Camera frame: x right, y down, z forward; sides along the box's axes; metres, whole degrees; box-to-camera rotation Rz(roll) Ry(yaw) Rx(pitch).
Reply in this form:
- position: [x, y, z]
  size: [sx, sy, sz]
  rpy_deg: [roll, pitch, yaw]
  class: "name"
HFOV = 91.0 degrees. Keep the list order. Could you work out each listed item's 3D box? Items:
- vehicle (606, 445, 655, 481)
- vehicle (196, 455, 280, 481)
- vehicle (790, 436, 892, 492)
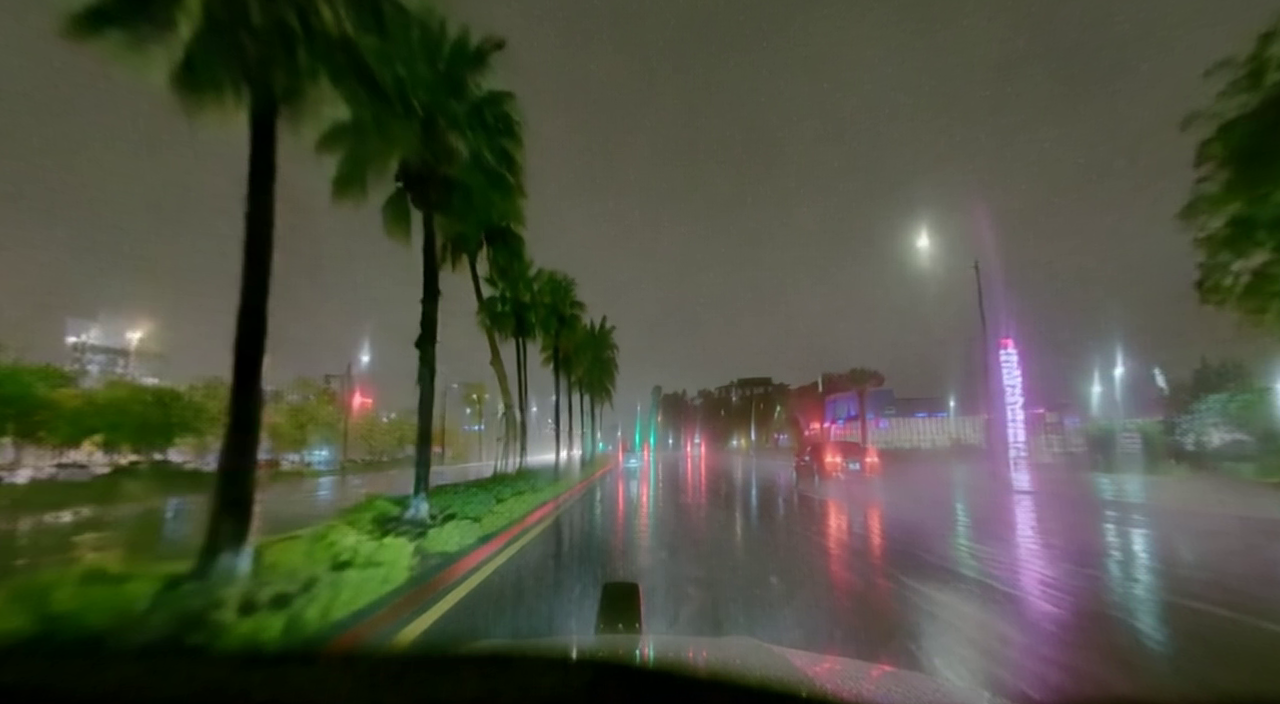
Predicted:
- position: [-0.405, 4.733, 27.113]
  size: [1.970, 1.402, 3.756]
  rpy_deg: [0, -9, 0]
  class: "vehicle"
- position: [-24.431, 7.040, 38.369]
  size: [3.898, 1.459, 1.680]
  rpy_deg: [1, -8, -2]
  class: "vehicle"
- position: [6.424, 3.614, 20.620]
  size: [1.949, 1.647, 3.894]
  rpy_deg: [0, -9, -2]
  class: "vehicle"
